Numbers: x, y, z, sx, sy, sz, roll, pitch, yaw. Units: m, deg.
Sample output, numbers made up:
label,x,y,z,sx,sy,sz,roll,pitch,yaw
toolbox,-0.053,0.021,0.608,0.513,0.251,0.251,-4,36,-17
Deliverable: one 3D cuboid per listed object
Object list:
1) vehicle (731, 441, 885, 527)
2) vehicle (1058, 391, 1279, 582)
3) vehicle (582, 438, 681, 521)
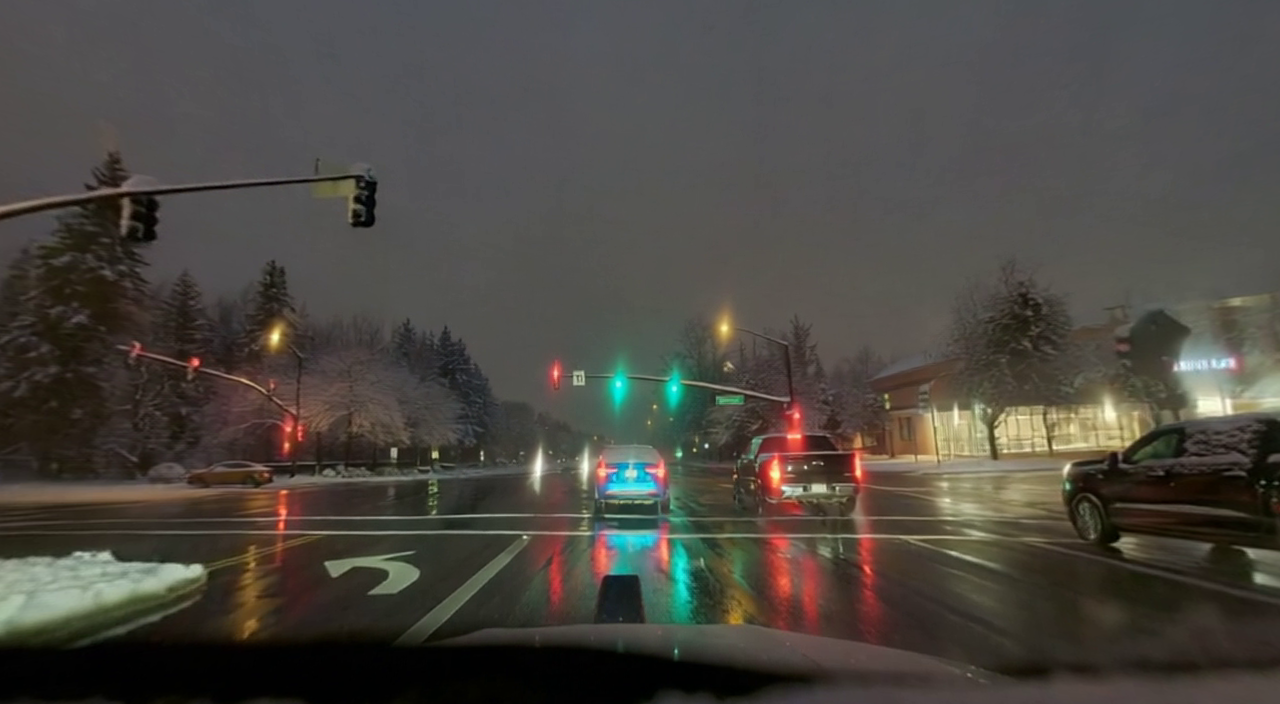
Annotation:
label,x,y,z,sx,sy,sz,roll,pitch,yaw
vehicle,3.427,2.780,13.970,1.955,1.550,4.587,0,-8,-3
vehicle,7.629,1.422,6.820,2.240,1.923,5.678,0,-8,-1
vehicle,-0.246,2.892,14.900,2.037,1.674,3.693,0,-8,-2
